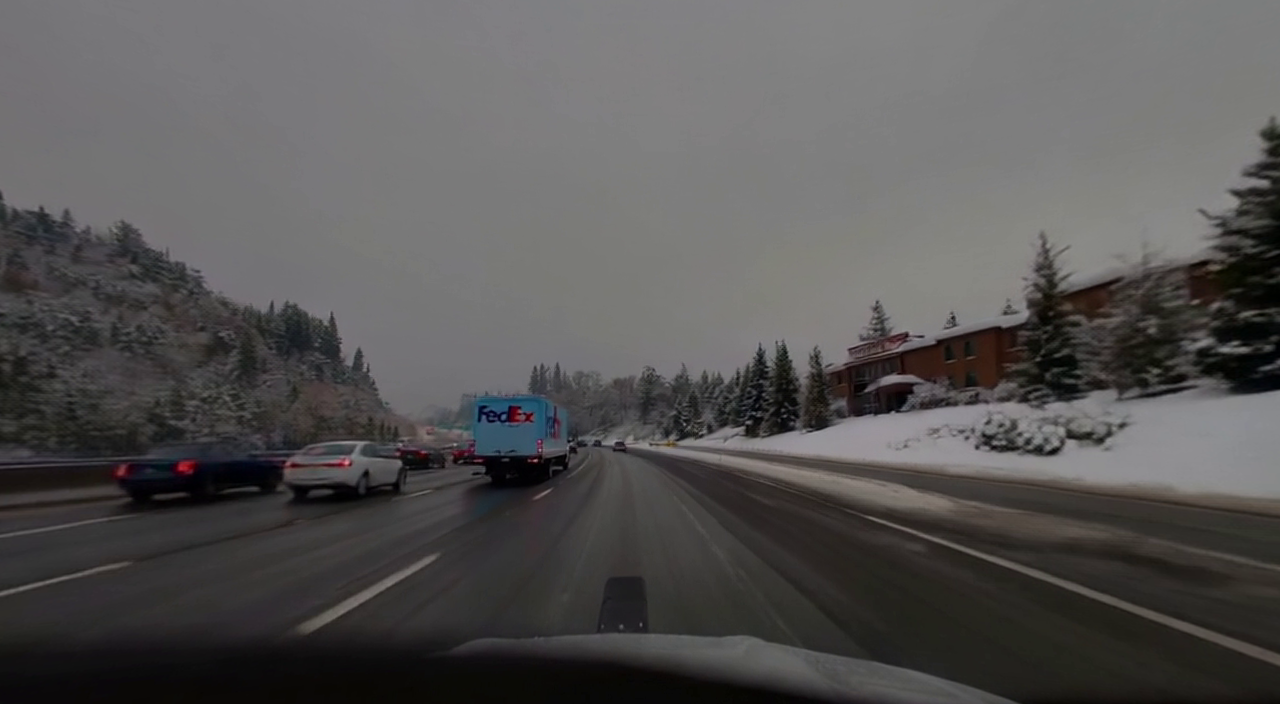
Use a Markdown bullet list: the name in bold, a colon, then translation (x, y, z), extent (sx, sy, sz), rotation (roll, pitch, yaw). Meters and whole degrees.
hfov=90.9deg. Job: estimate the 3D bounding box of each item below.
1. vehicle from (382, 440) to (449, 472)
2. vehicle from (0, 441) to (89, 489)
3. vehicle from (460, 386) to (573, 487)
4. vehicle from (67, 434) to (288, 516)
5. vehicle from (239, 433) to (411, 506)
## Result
- **vehicle**: translation (-12.044, 5.584, 34.144), extent (1.981, 1.607, 4.703), rotation (0, -8, -1)
- **vehicle**: translation (-20.447, 3.573, 20.152), extent (1.837, 1.467, 4.280), rotation (0, -8, -1)
- **vehicle**: translation (-4.346, 3.223, 23.986), extent (2.798, 3.212, 7.573), rotation (0, -8, 0)
- **vehicle**: translation (-11.496, 3.006, 16.267), extent (2.021, 1.669, 4.794), rotation (3, -7, 0)
- **vehicle**: translation (-7.939, 2.970, 16.543), extent (2.143, 1.628, 4.559), rotation (0, -8, 0)
